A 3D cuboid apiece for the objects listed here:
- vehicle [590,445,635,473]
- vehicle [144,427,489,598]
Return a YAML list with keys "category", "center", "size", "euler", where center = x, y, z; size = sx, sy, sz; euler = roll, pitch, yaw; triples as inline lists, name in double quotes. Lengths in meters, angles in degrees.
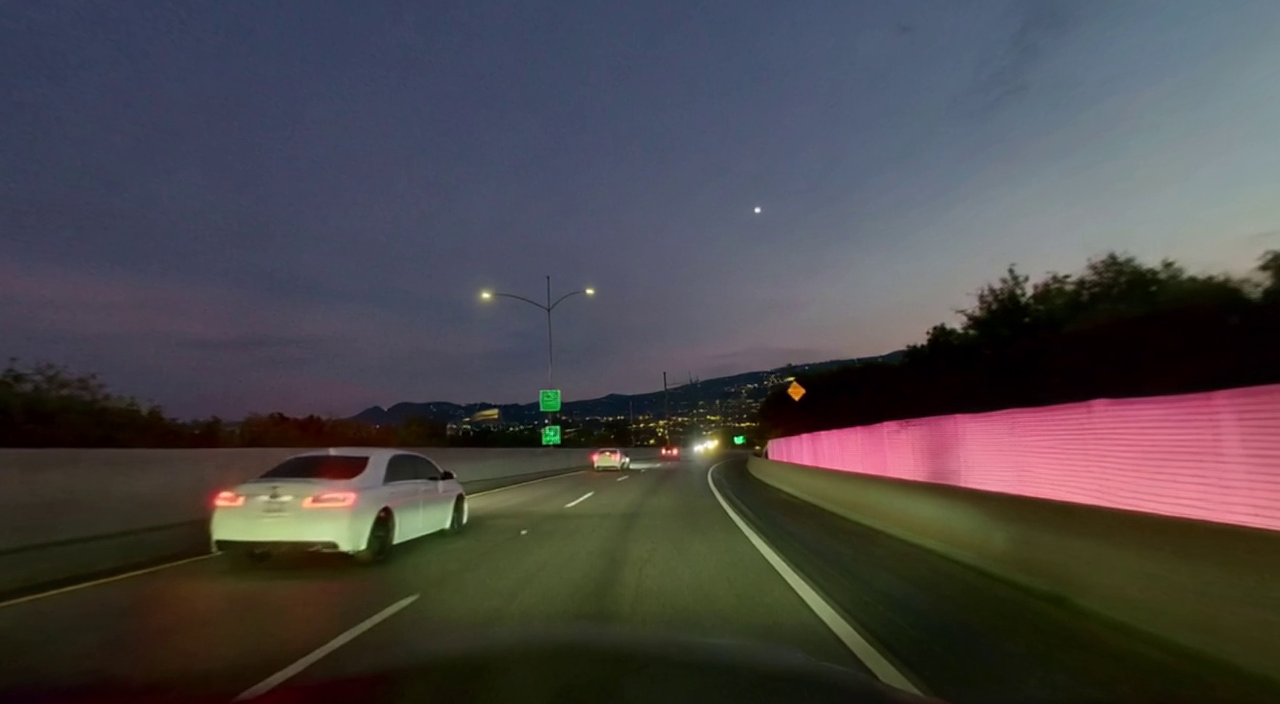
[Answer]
- category: "vehicle"
  center: [-1.422, 5.738, 34.069]
  size: [1.746, 1.405, 4.339]
  euler: [-1, -9, 7]
- category: "vehicle"
  center: [-3.316, 1.705, 7.543]
  size: [1.884, 1.469, 3.959]
  euler: [-1, -9, 2]
